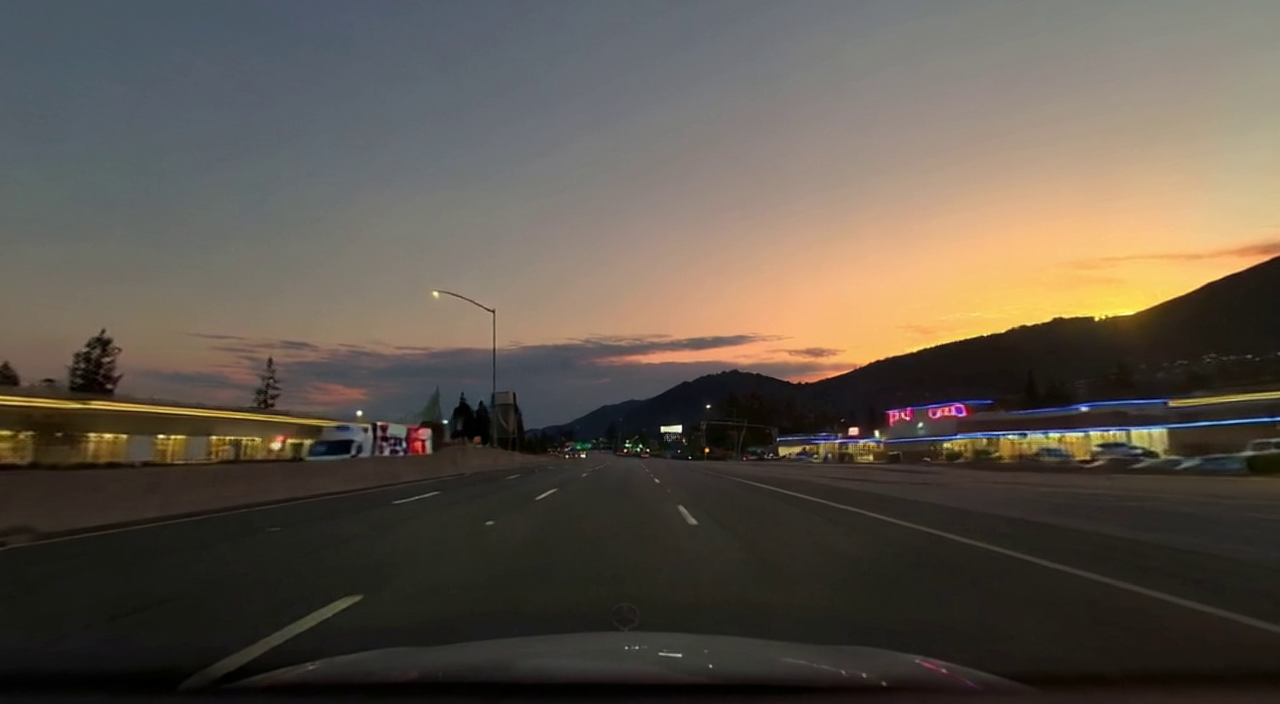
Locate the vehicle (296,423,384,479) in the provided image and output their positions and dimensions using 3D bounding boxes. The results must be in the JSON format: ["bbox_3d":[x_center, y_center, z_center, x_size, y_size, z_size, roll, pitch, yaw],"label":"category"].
[{"bbox_3d":[-23.040,7.659,48.925,2.971,4.003,7.817,0,-9,-1],"label":"vehicle"}]

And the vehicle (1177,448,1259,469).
[{"bbox_3d":[44.979,8.284,49.037,4.605,1.545,2.020,1,-9,-6],"label":"vehicle"}]
